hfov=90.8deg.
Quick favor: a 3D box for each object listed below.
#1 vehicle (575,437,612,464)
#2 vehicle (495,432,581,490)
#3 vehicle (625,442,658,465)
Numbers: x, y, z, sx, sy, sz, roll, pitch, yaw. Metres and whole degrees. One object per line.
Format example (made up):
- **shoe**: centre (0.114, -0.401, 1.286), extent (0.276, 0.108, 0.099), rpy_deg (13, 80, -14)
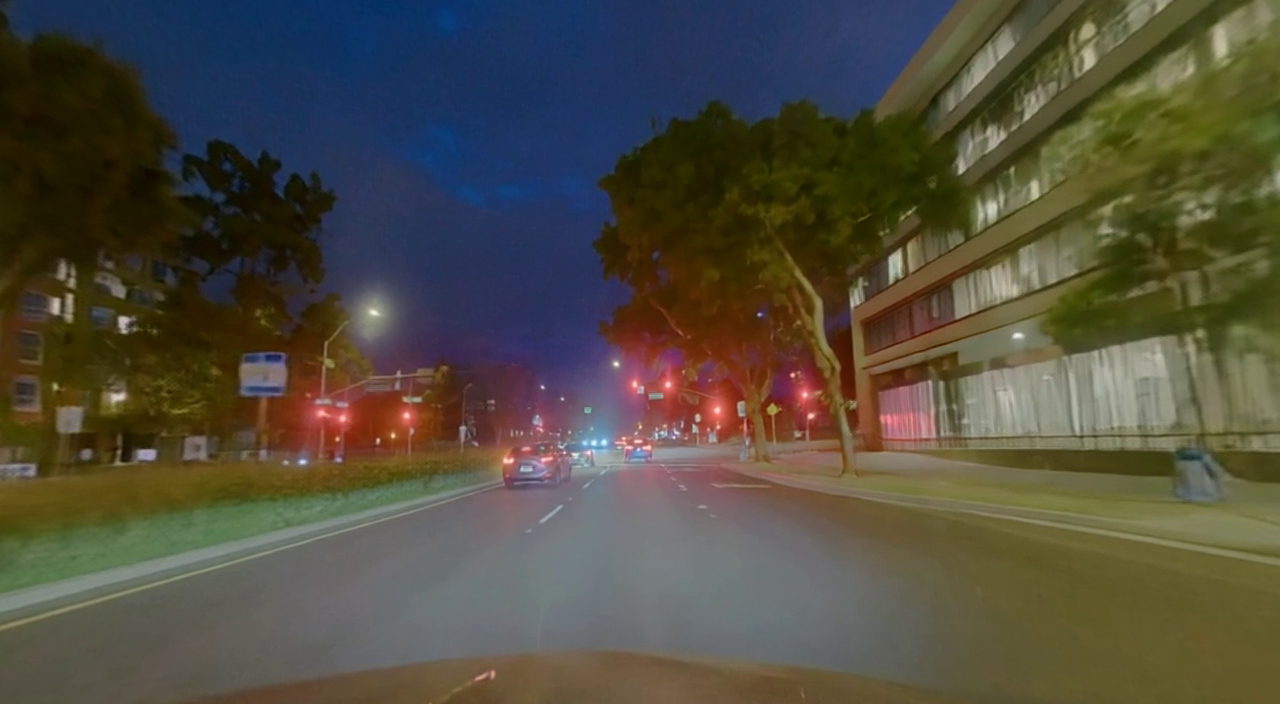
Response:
- **vehicle**: centre (-3.213, 6.973, 44.790), extent (2.152, 1.802, 4.628), rpy_deg (-1, -8, 1)
- **vehicle**: centre (-3.274, 3.605, 21.212), extent (2.116, 1.725, 4.315), rpy_deg (-1, -9, 1)
- **vehicle**: centre (0.113, 6.758, 42.062), extent (2.095, 1.438, 3.843), rpy_deg (0, -8, 0)
